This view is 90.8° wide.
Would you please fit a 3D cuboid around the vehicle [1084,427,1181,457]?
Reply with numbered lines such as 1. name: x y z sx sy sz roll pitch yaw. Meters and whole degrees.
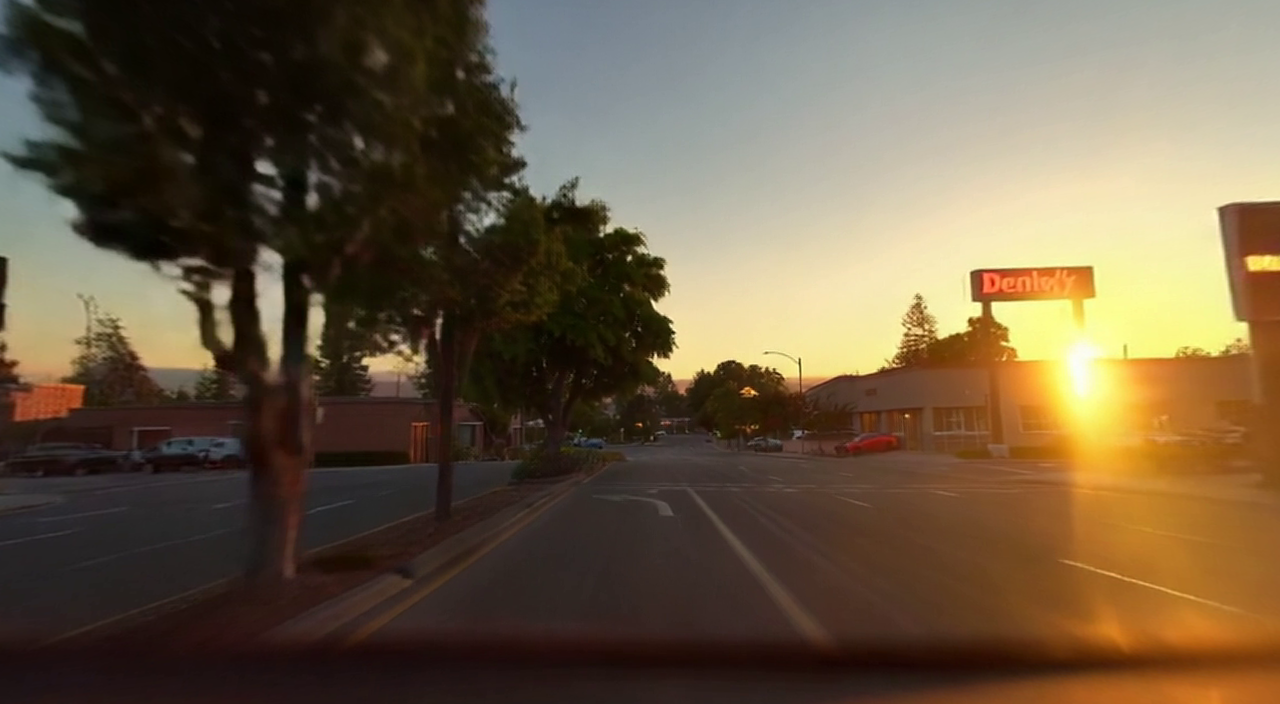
1. vehicle: 26.999 4.971 34.848 1.836 1.497 4.419 0 -8 1

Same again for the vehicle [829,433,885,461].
1. vehicle: 14.239 6.271 41.727 1.987 1.694 4.523 0 -8 -1

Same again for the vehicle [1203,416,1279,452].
1. vehicle: 35.231 4.666 35.723 2.028 1.886 5.190 0 -8 1
